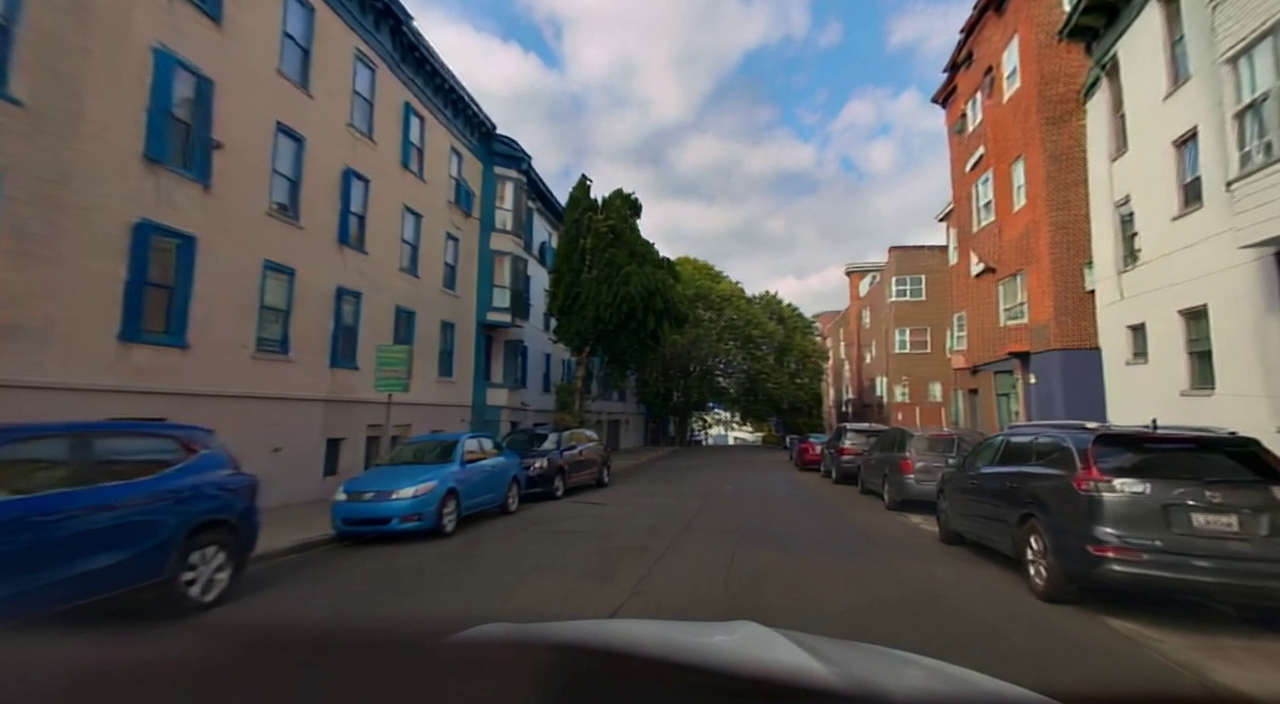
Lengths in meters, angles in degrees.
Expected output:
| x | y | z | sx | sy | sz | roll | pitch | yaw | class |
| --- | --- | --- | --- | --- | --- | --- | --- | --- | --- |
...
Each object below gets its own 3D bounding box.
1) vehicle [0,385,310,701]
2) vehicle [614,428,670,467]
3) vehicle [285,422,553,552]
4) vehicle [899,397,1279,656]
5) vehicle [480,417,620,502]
| x | y | z | sx | sy | sz | roll | pitch | yaw | class |
| --- | --- | --- | --- | --- | --- | --- | --- | --- | --- |
| -3.890 | 1.003 | 3.677 | 1.719 | 1.519 | 3.414 | -1 | -7 | 8 | vehicle |
| 0.159 | 4.017 | 26.756 | 1.840 | 1.493 | 3.761 | -1 | -7 | 9 | vehicle |
| -2.834 | 1.790 | 9.279 | 1.830 | 1.427 | 4.294 | -1 | -7 | 10 | vehicle |
| 4.121 | 1.367 | 6.127 | 1.883 | 1.615 | 4.234 | -1 | -7 | 8 | vehicle |
| -1.833 | 2.371 | 14.436 | 1.942 | 1.629 | 4.302 | -1 | -7 | 9 | vehicle |
